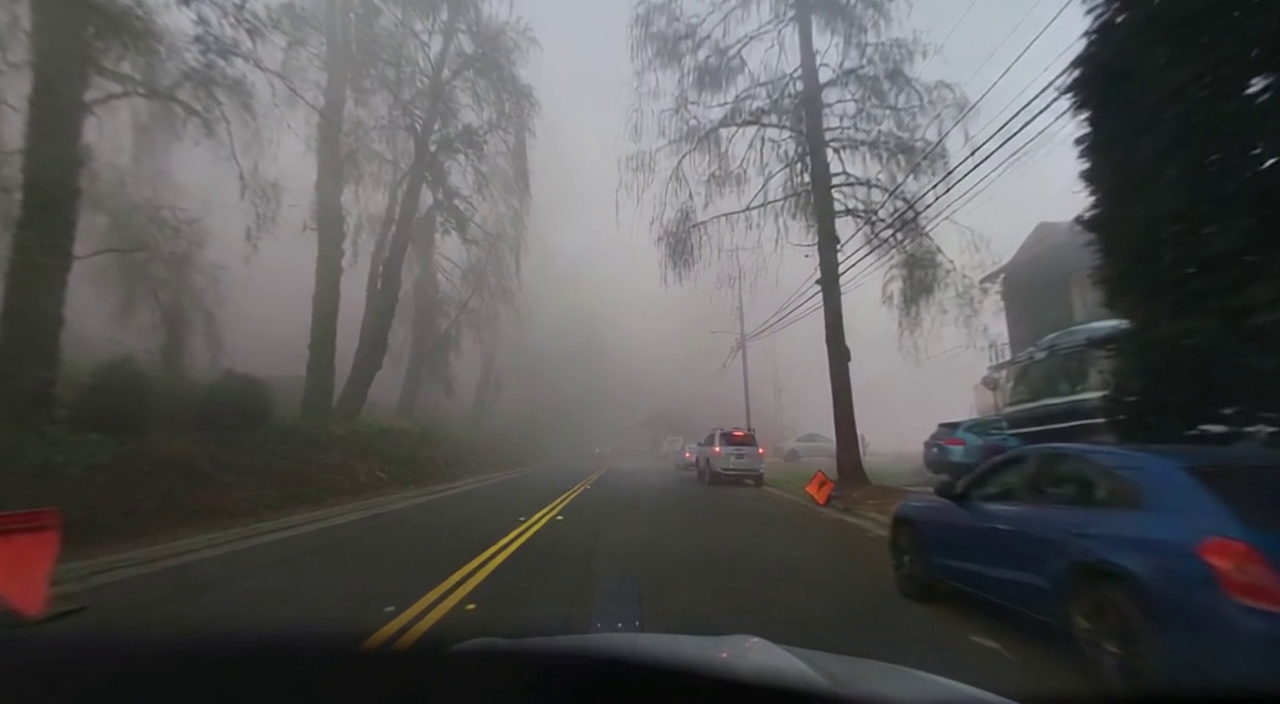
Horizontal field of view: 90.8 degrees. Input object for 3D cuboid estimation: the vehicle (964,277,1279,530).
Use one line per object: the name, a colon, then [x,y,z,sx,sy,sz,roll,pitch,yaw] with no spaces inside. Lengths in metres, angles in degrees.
vehicle: [10.004,0.852,9.835,8.030,3.331,3.152,0,-8,2]

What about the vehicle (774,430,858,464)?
vehicle: [11.036,5.994,39.914,4.633,2.059,2.050,0,-9,2]

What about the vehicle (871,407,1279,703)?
vehicle: [3.318,1.154,3.719,1.959,1.459,4.860,0,-9,-2]

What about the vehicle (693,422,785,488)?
vehicle: [3.156,3.477,21.424,2.293,1.957,4.934,0,-9,0]
